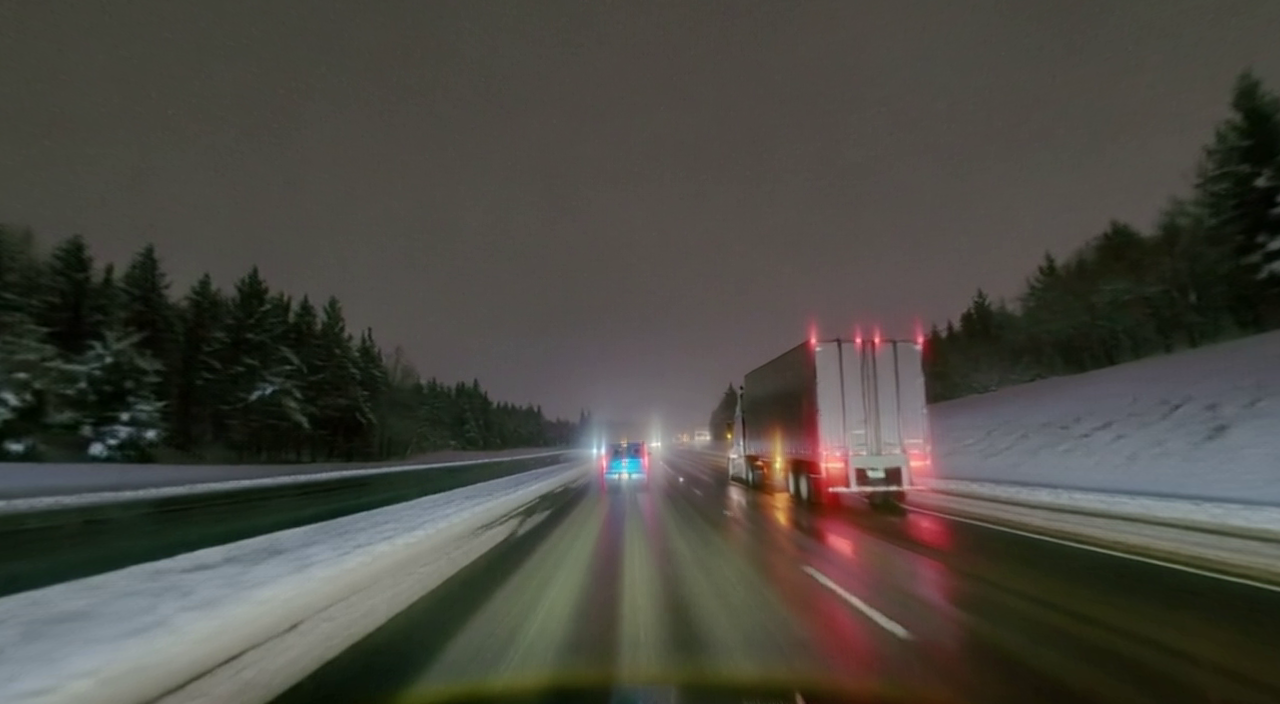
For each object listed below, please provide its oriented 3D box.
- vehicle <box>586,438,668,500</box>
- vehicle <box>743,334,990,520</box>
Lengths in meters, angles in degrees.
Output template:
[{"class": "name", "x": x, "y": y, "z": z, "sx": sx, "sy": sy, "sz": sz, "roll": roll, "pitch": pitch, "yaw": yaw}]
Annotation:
[{"class": "vehicle", "x": -0.343, "y": 3.220, "z": 17.585, "sx": 2.066, "sy": 1.490, "sz": 3.759, "roll": -1, "pitch": -9, "yaw": 0}, {"class": "vehicle", "x": 4.508, "y": 1.816, "z": 14.498, "sx": 2.791, "sy": 3.201, "sz": 7.145, "roll": 0, "pitch": -9, "yaw": -1}]
